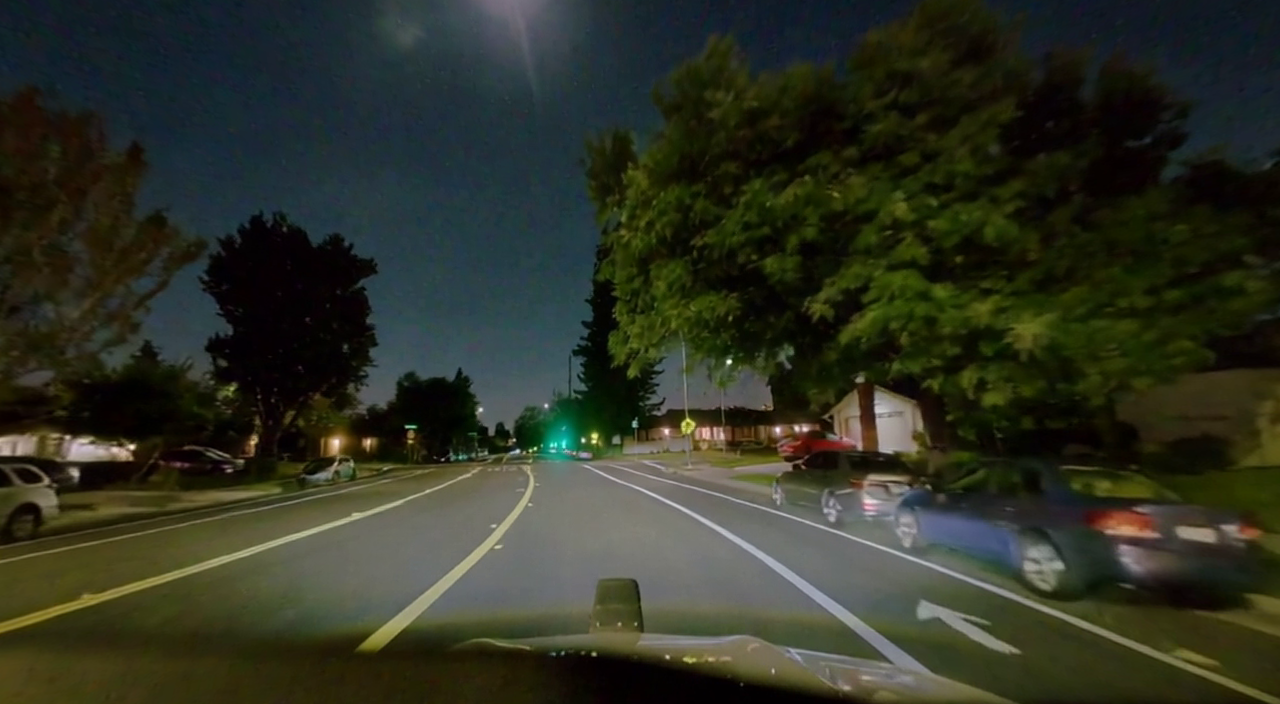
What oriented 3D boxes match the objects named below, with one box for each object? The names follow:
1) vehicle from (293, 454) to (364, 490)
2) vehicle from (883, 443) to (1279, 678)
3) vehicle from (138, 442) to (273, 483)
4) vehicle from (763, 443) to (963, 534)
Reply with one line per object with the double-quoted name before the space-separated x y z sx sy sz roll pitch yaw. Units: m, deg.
"vehicle" -14.921 5.737 30.514 1.870 1.451 4.140 0 -8 -8
"vehicle" 4.563 1.662 6.451 1.872 1.423 4.874 0 -9 -5
"vehicle" -23.211 5.917 33.958 5.560 1.892 2.099 -1 -9 -7
"vehicle" 4.063 2.534 12.380 2.029 1.449 4.028 1 -9 -7
